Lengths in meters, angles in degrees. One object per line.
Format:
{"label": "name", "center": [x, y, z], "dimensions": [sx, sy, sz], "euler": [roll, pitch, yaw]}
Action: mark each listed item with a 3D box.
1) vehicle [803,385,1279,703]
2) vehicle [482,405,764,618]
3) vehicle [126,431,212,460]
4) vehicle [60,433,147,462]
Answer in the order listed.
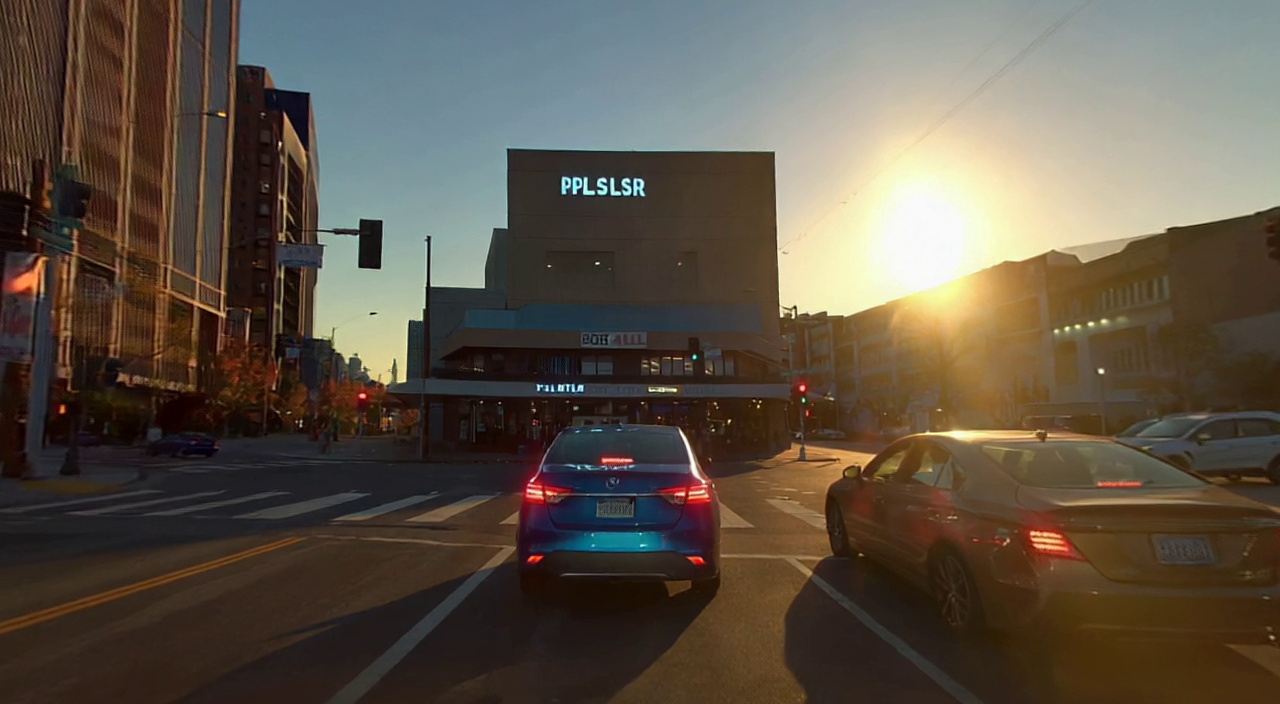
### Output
{"label": "vehicle", "center": [3.037, 1.313, 5.447], "dimensions": [1.983, 1.654, 4.354], "euler": [0, -8, -1]}
{"label": "vehicle", "center": [-0.134, 1.548, 7.186], "dimensions": [2.123, 1.589, 4.702], "euler": [0, -8, 0]}
{"label": "vehicle", "center": [-30.105, 5.984, 40.369], "dimensions": [5.003, 1.799, 2.066], "euler": [-4, -9, 23]}
{"label": "vehicle", "center": [-31.039, 5.524, 36.539], "dimensions": [4.253, 1.570, 2.132], "euler": [-4, -9, 25]}
